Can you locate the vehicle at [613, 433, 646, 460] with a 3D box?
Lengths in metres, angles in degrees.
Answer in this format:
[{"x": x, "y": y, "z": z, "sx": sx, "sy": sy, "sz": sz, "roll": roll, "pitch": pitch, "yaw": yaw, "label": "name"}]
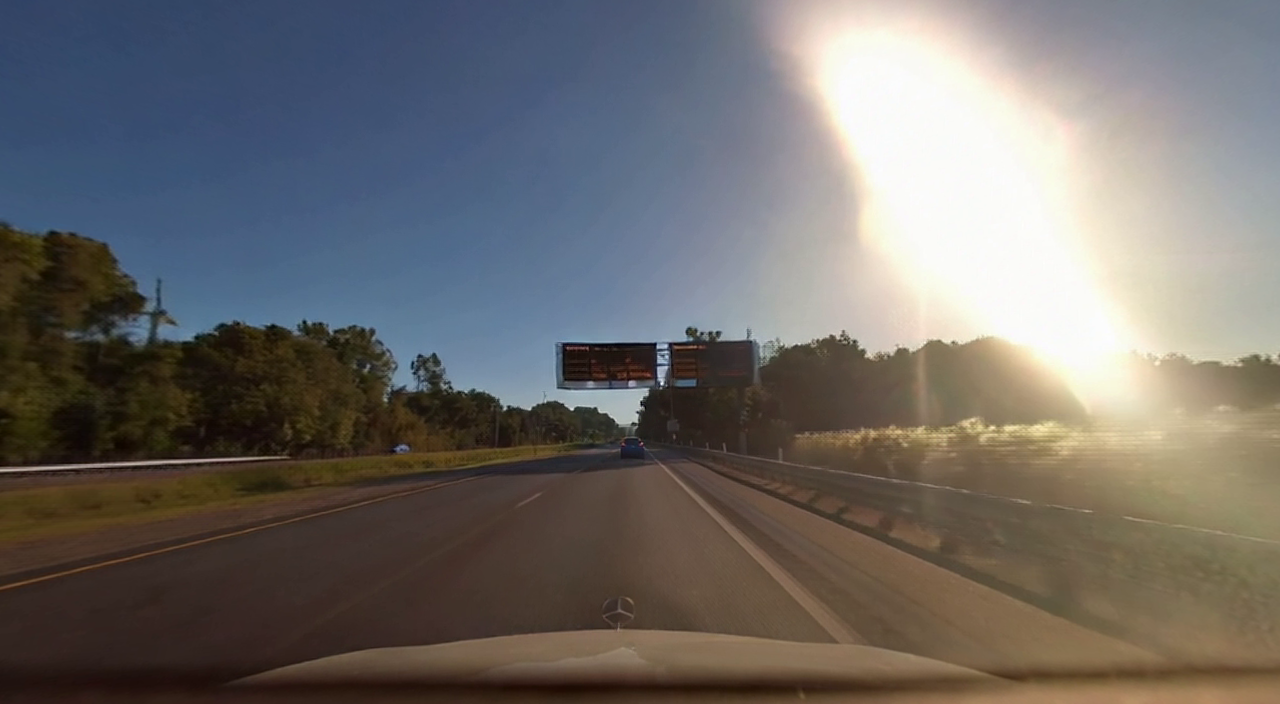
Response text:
[{"x": -0.736, "y": 6.461, "z": 43.182, "sx": 2.180, "sy": 1.717, "sz": 4.139, "roll": 0, "pitch": -8, "yaw": -1, "label": "vehicle"}]
